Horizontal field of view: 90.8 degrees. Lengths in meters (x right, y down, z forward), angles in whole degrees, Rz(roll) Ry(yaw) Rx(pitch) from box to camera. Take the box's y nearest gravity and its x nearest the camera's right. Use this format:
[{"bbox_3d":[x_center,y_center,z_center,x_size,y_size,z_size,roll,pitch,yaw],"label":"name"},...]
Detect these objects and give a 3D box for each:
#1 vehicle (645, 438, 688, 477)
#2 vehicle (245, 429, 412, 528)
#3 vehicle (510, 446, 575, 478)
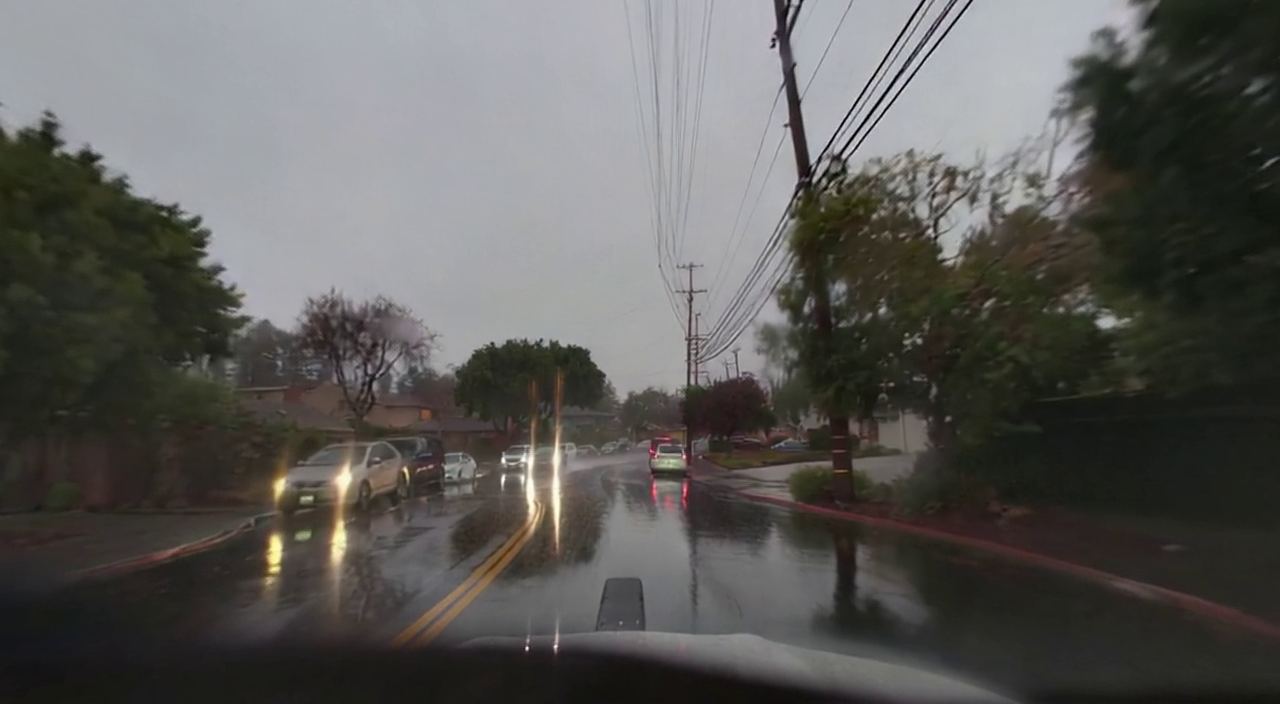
[{"bbox_3d":[1.351,5.374,32.509,2.032,1.810,5.047,-1,-8,2],"label":"vehicle"},{"bbox_3d":[-7.812,3.186,16.653,2.312,2.032,5.585,-1,-9,-9],"label":"vehicle"},{"bbox_3d":[-4.767,5.455,31.750,2.448,1.475,4.568,0,-8,1],"label":"vehicle"}]
